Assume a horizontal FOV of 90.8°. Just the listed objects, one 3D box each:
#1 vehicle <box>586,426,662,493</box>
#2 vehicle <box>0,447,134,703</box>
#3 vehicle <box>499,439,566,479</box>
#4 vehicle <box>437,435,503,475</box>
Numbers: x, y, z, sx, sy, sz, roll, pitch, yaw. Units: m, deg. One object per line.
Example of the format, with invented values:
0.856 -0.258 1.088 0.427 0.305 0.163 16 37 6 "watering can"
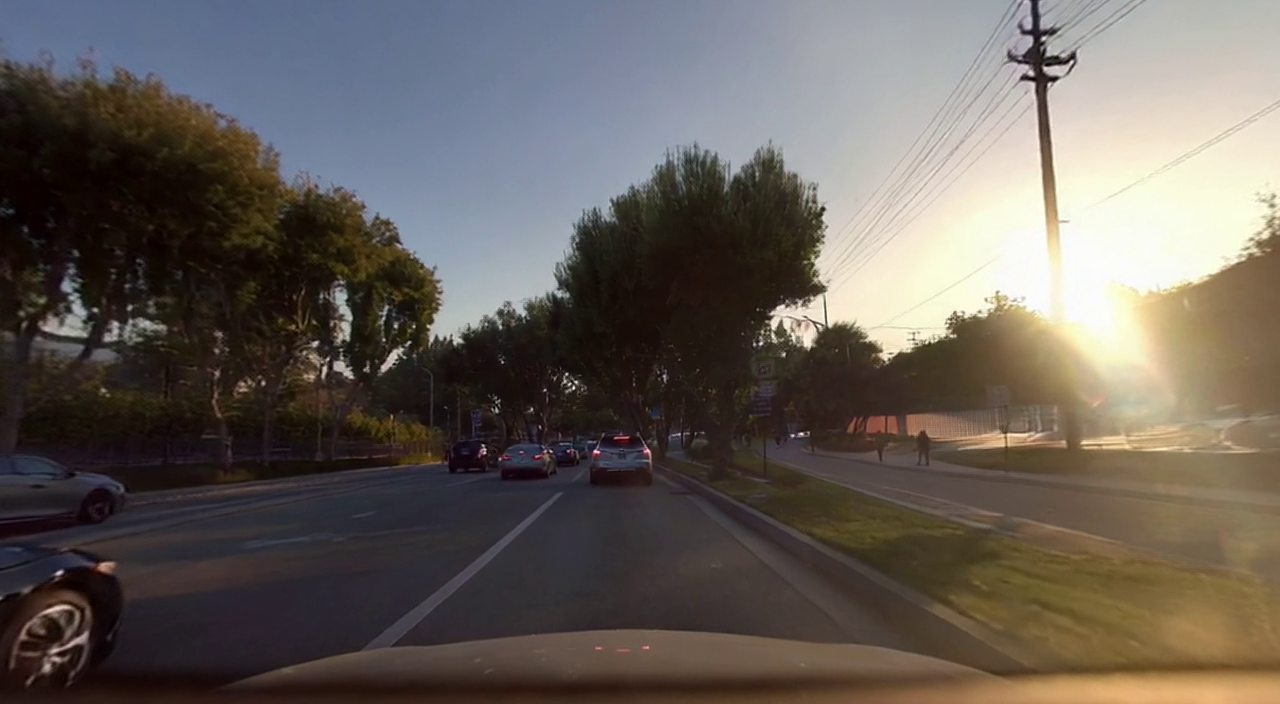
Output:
-0.488 3.149 18.798 2.012 1.769 3.897 0 -9 -2 "vehicle"
-3.623 0.823 1.061 1.865 1.314 4.461 0 -9 0 "vehicle"
-4.363 4.420 26.383 2.087 1.485 4.452 0 -9 -1 "vehicle"
-7.398 4.529 27.904 1.860 1.634 4.089 0 -9 -2 "vehicle"
